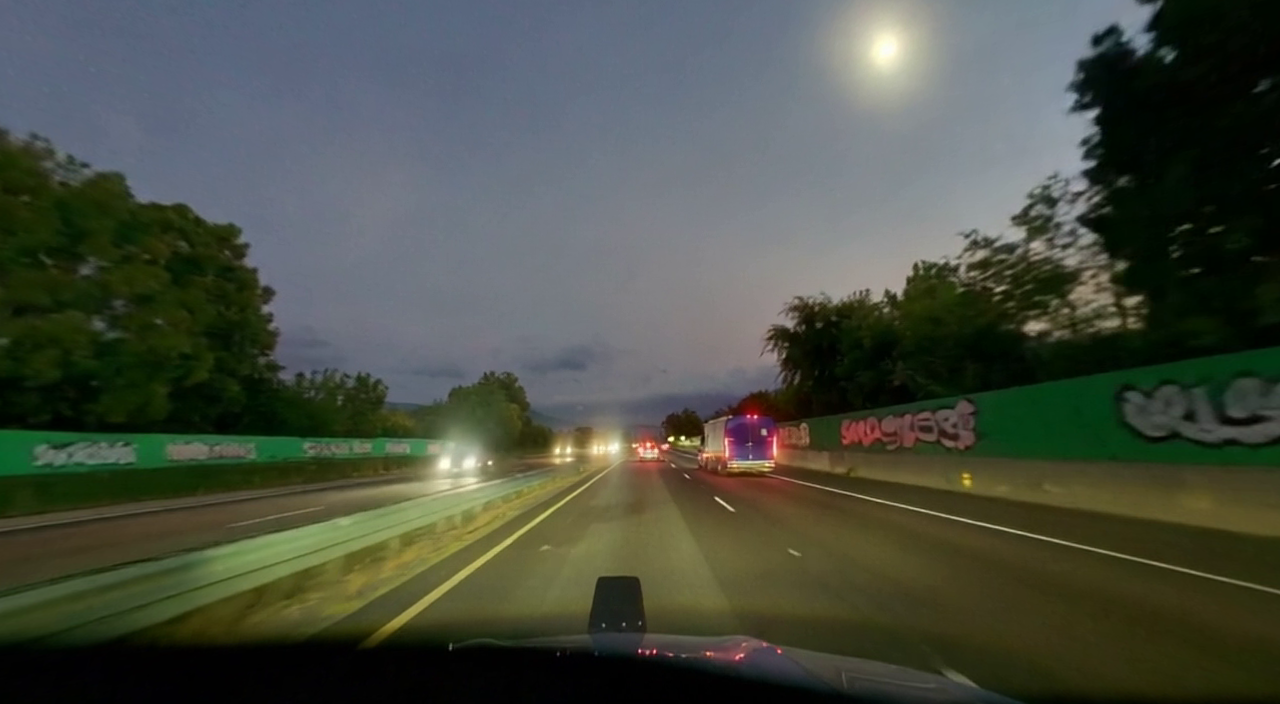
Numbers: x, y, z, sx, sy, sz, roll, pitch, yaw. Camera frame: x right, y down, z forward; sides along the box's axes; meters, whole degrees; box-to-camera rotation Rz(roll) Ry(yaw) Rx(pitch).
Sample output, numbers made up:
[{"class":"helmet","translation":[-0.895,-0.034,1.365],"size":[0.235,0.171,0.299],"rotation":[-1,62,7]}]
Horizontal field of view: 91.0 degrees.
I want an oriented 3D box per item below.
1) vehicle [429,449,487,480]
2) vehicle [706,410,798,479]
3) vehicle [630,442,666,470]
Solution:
[{"class":"vehicle","translation":[-9.598,5.966,33.546],"size":[1.823,1.483,3.991],"rotation":[0,-8,1]},{"class":"vehicle","translation":[4.777,4.159,28.327],"size":[2.712,2.659,6.992],"rotation":[0,-8,-1]},{"class":"vehicle","translation":[0.484,6.167,37.629],"size":[2.030,1.572,4.067],"rotation":[0,-8,0]}]
